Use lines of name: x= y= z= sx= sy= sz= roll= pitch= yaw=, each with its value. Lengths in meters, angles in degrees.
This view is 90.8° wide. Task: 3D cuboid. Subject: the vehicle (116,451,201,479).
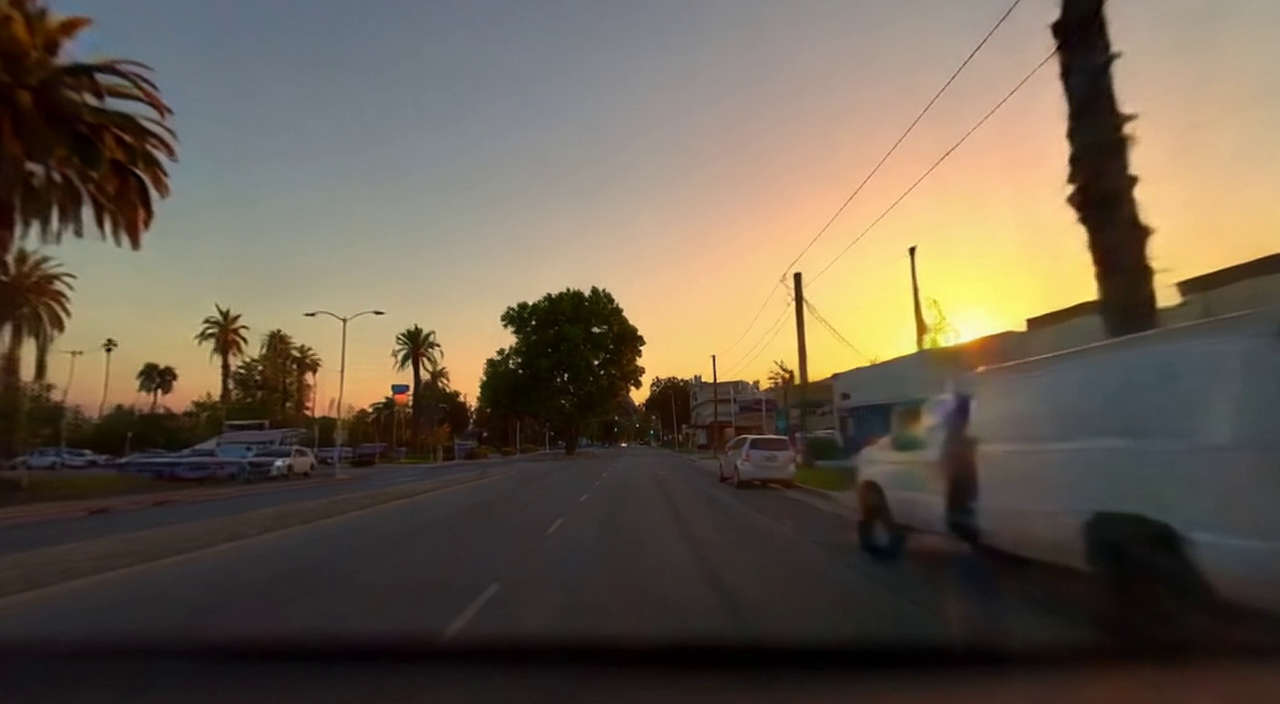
vehicle: x=-37.778 y=8.855 z=49.641 sx=4.828 sy=1.948 sz=2.094 roll=-1 pitch=-9 yaw=-3

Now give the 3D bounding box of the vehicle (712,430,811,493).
vehicle: x=3.662 y=3.380 z=19.904 sx=2.138 sy=1.743 sz=4.363 roll=0 pitch=-8 yaw=-1

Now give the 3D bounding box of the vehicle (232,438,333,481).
vehicle: x=-19.448 y=5.778 z=34.230 sx=6.167 sy=2.125 sz=2.526 roll=-7 pitch=-10 yaw=38

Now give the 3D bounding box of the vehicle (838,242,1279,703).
vehicle: x=3.709 y=1.057 z=5.275 sx=2.198 sy=2.123 sz=6.218 roll=0 pitch=-9 yaw=1
